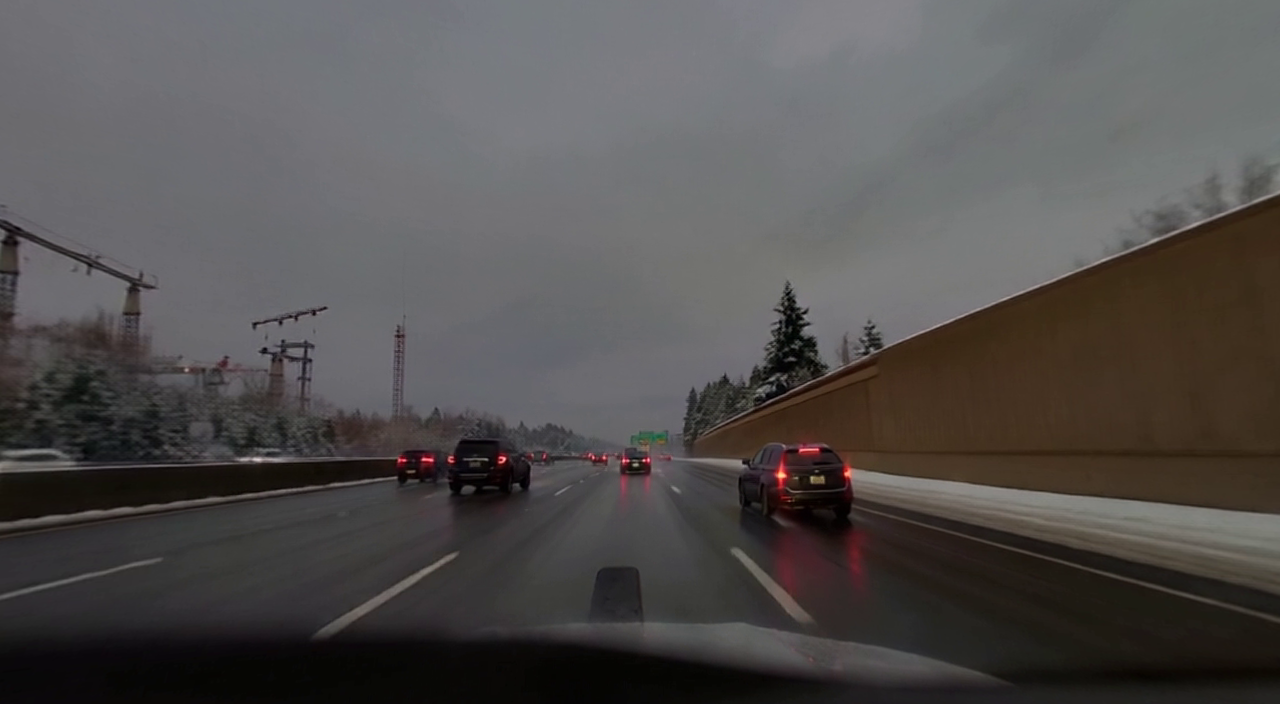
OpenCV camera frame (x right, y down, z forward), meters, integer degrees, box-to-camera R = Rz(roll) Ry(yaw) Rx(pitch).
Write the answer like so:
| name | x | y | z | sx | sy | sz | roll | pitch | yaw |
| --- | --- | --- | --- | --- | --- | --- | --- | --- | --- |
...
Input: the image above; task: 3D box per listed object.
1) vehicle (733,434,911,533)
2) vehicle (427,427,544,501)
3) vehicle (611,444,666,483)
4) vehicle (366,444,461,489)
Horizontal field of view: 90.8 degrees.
| name | x | y | z | sx | sy | sz | roll | pitch | yaw |
| --- | --- | --- | --- | --- | --- | --- | --- | --- | --- |
| vehicle | 3.156 | 2.368 | 12.081 | 1.917 | 1.507 | 4.540 | 0 | -8 | -2 |
| vehicle | -4.058 | 3.020 | 17.456 | 2.121 | 1.775 | 4.335 | 0 | -8 | 0 |
| vehicle | -0.093 | 4.518 | 25.885 | 2.045 | 1.452 | 4.040 | 0 | -8 | -1 |
| vehicle | -8.231 | 4.169 | 23.447 | 1.908 | 1.476 | 4.342 | 0 | -8 | 0 |
